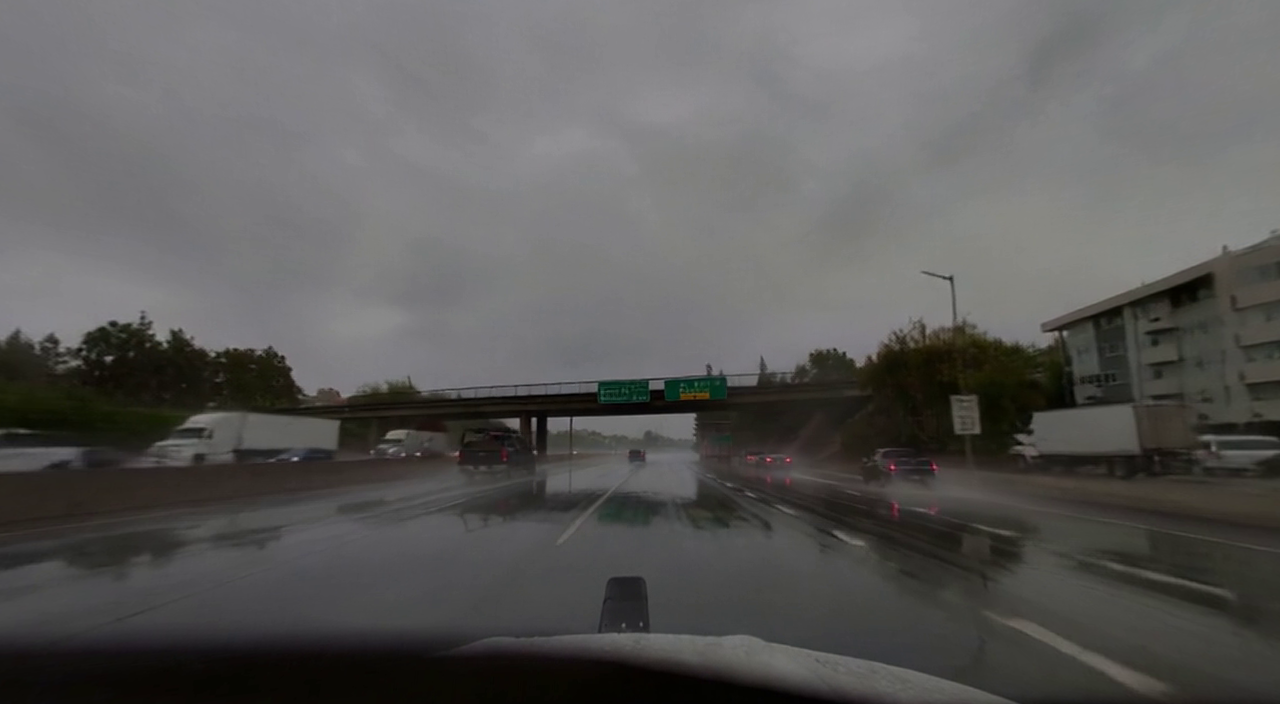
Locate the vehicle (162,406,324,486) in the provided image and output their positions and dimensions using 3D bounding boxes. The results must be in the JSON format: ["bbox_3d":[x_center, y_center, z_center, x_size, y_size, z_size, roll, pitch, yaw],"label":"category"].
[{"bbox_3d":[-23.130,5.615,37.732,2.945,4.107,9.775,0,-8,2],"label":"vehicle"}]

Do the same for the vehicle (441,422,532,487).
[{"bbox_3d":[-6.149,4.206,26.074,2.264,2.379,5.248,0,-8,2],"label":"vehicle"}]

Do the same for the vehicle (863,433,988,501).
[{"bbox_3d":[9.051,3.656,20.495,2.146,1.929,4.388,-1,-8,3],"label":"vehicle"}]

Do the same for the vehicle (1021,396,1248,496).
[{"bbox_3d":[20.391,4.009,27.050,3.022,3.547,8.645,-1,-8,3],"label":"vehicle"}]

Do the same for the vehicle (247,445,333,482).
[{"bbox_3d":[-19.264,6.118,34.979,1.914,1.897,4.674,0,-8,2],"label":"vehicle"}]

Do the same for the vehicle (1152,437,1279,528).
[{"bbox_3d":[19.253,3.899,19.342,2.426,2.235,5.980,-4,-6,6],"label":"vehicle"}]
